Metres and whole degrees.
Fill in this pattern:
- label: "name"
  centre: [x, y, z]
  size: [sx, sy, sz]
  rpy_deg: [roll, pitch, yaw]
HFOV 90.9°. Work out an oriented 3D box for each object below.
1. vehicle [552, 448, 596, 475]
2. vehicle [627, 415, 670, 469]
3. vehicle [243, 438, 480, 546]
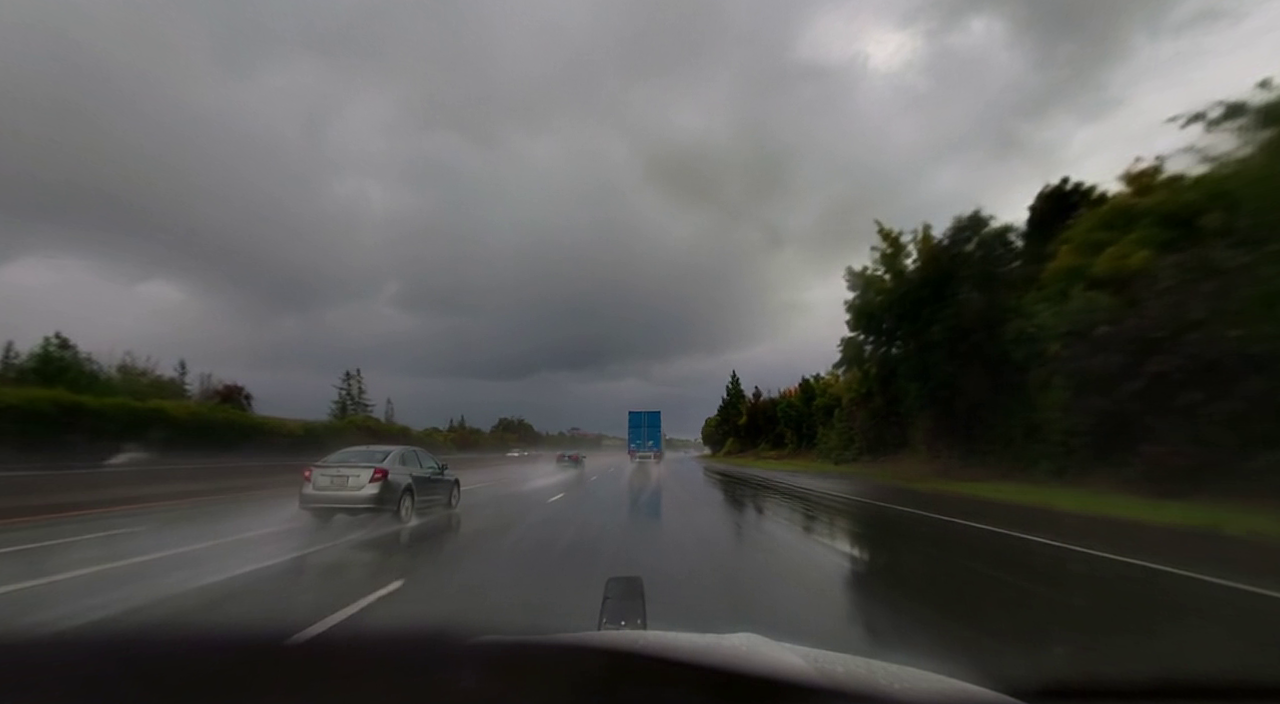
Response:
- label: "vehicle"
  centre: [-3.761, 6.326, 36.631]
  size: [1.981, 1.435, 4.199]
  rpy_deg: [0, -9, 1]
- label: "vehicle"
  centre: [0.556, 6.830, 47.586]
  size: [2.893, 3.628, 9.081]
  rpy_deg: [0, -9, 0]
- label: "vehicle"
  centre: [-4.392, 2.269, 10.898]
  size: [2.010, 1.461, 4.391]
  rpy_deg: [0, -9, 1]
